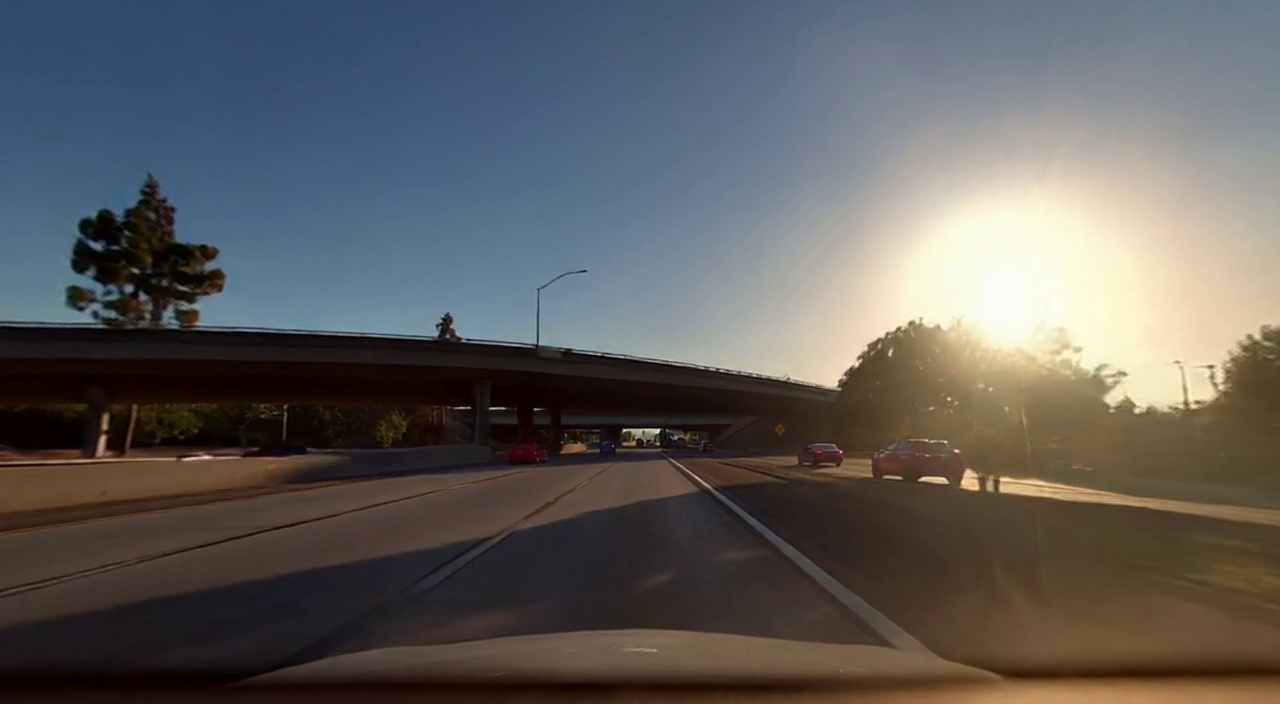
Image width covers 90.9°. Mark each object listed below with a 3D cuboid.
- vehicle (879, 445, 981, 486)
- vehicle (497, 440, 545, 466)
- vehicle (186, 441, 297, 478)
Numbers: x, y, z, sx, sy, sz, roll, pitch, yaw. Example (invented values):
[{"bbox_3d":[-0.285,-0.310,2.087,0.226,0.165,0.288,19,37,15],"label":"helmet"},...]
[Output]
[{"bbox_3d":[11.891,4.641,26.198,2.000,1.515,4.188,1,-8,-4],"label":"vehicle"},{"bbox_3d":[-7.118,6.078,38.069,1.987,1.486,4.174,0,-8,2],"label":"vehicle"},{"bbox_3d":[-17.842,4.801,28.548,1.909,1.530,4.596,0,-8,1],"label":"vehicle"}]
